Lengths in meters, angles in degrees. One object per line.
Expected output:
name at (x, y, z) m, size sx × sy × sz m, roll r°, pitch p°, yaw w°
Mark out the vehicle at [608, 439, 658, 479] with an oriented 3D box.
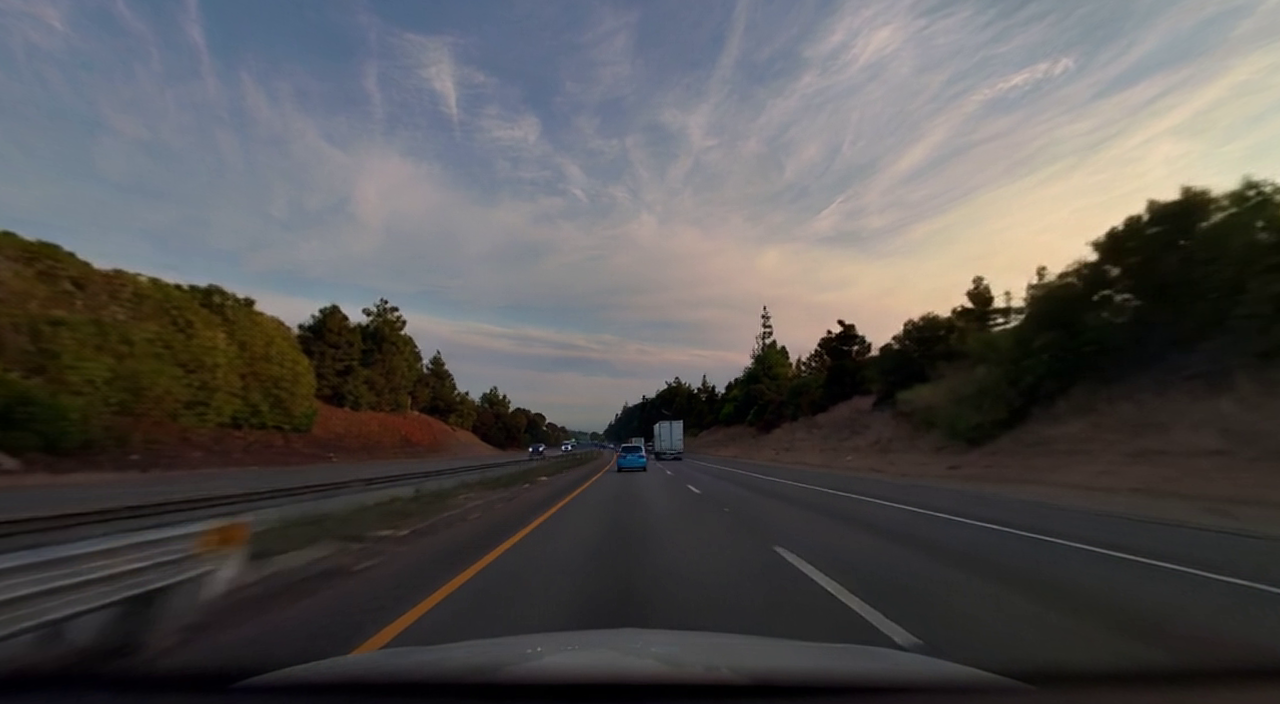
vehicle at (-0.337, 5.003, 29.663) m, size 2.190 × 1.706 × 4.062 m, roll 0°, pitch -9°, yaw 0°
